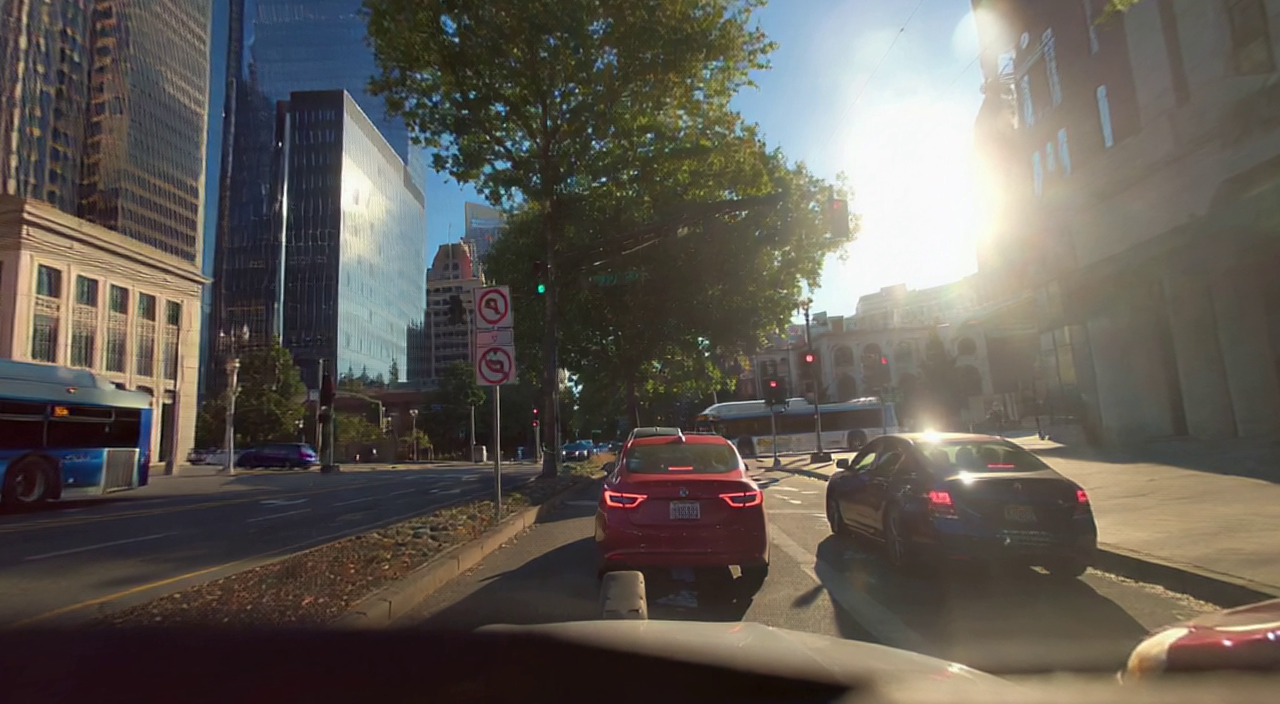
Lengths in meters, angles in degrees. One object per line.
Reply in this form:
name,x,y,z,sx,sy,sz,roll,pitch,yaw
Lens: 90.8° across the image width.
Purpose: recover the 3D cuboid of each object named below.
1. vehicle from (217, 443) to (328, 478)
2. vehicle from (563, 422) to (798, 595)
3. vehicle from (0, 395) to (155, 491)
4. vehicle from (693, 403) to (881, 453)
vehicle,-19.010,5.604,32.888,1.892,1.645,4.561,-6,-10,34
vehicle,0.384,1.629,7.383,2.006,1.470,3.799,0,-8,1
vehicle,-25.941,3.644,25.324,2.692,3.685,10.153,-3,-9,20
vehicle,11.210,5.960,49.211,13.811,3.706,2.997,0,-9,0
